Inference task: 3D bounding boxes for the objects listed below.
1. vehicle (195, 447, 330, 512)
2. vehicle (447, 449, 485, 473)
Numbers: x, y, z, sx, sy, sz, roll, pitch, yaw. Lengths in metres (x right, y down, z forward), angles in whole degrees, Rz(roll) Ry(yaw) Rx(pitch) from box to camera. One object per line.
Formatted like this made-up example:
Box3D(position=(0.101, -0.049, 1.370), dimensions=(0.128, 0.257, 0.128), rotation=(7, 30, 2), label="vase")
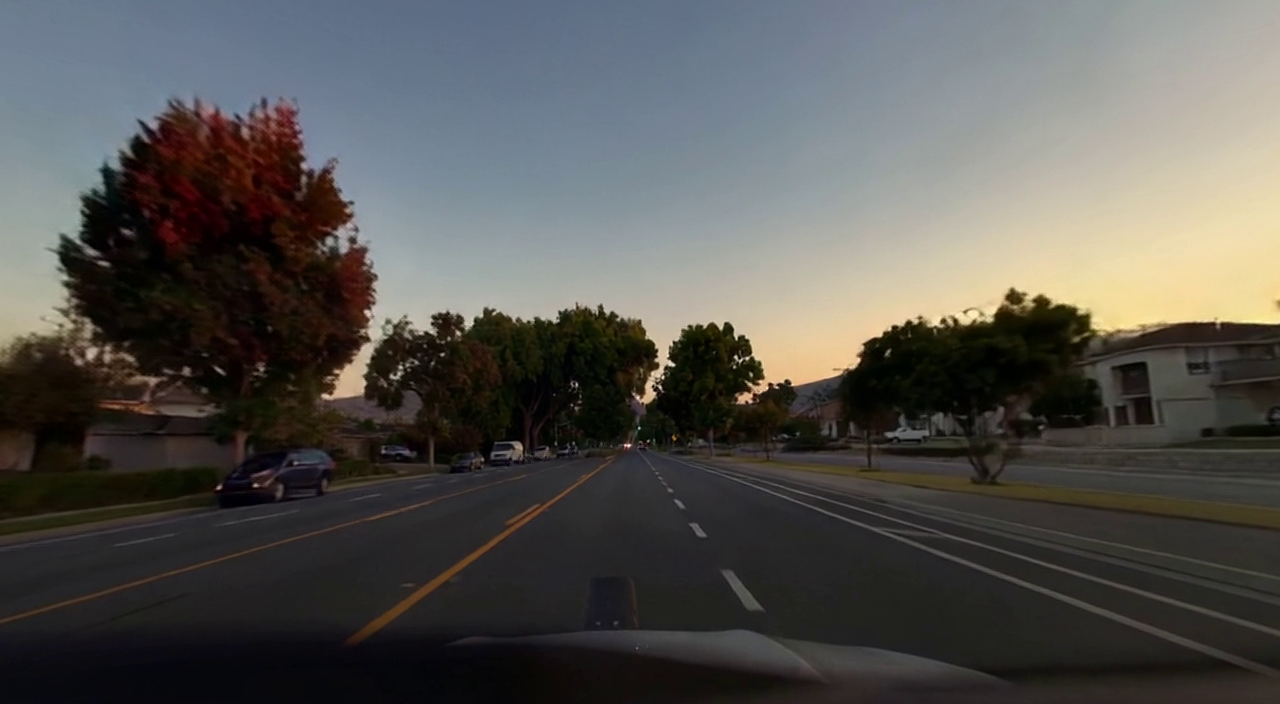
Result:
Box3D(position=(-12.276, 4.108, 20.959), dimensions=(2.000, 1.821, 4.314), rotation=(-2, -8, -3), label="vehicle")
Box3D(position=(-12.417, 7.756, 45.292), dimensions=(1.762, 1.552, 3.901), rotation=(-2, -8, -1), label="vehicle")
